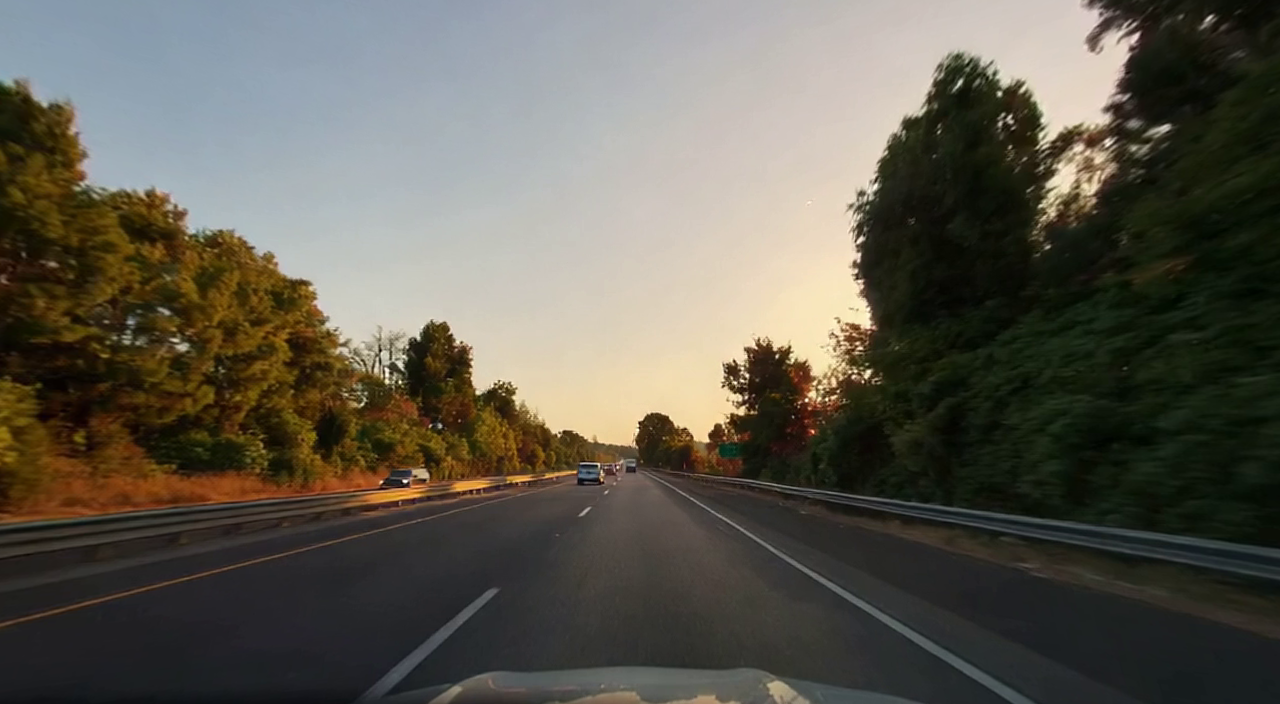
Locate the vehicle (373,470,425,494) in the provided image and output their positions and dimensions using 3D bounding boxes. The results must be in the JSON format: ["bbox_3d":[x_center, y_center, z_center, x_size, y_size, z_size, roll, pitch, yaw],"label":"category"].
[{"bbox_3d":[-15.650,8.427,41.153,1.769,1.448,4.147,1,-10,0],"label":"vehicle"}]

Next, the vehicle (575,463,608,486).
[{"bbox_3d":[-3.612,9.295,48.012,2.121,1.664,4.503,1,-10,0],"label":"vehicle"}]
